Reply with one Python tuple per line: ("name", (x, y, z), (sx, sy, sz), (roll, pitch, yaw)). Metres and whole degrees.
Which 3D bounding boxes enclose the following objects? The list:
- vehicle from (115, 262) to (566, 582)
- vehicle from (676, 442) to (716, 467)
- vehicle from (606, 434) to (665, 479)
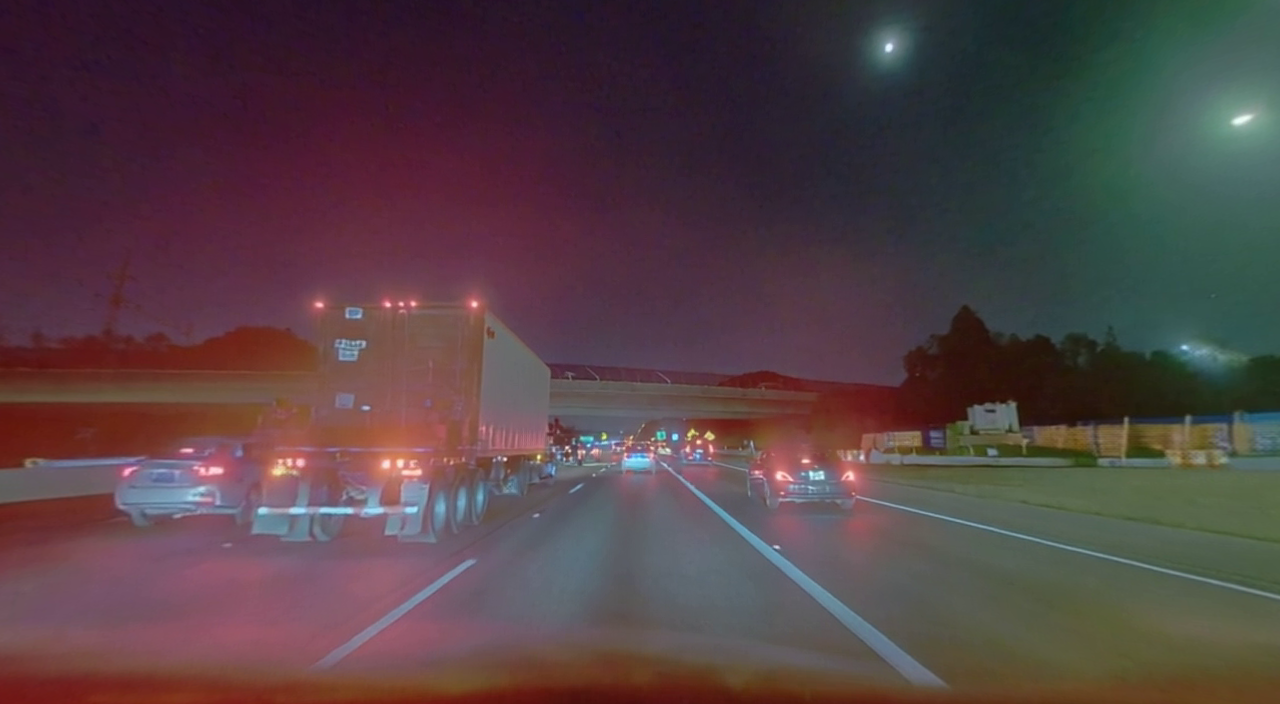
("vehicle", (-3.672, 1.449, 12.013), (3.075, 3.276, 11.073), (0, -8, 1))
("vehicle", (3.415, 6.373, 39.334), (2.003, 1.465, 4.092), (0, -8, -1))
("vehicle", (-0.182, 4.329, 26.436), (2.270, 1.696, 4.061), (0, -8, 0))
